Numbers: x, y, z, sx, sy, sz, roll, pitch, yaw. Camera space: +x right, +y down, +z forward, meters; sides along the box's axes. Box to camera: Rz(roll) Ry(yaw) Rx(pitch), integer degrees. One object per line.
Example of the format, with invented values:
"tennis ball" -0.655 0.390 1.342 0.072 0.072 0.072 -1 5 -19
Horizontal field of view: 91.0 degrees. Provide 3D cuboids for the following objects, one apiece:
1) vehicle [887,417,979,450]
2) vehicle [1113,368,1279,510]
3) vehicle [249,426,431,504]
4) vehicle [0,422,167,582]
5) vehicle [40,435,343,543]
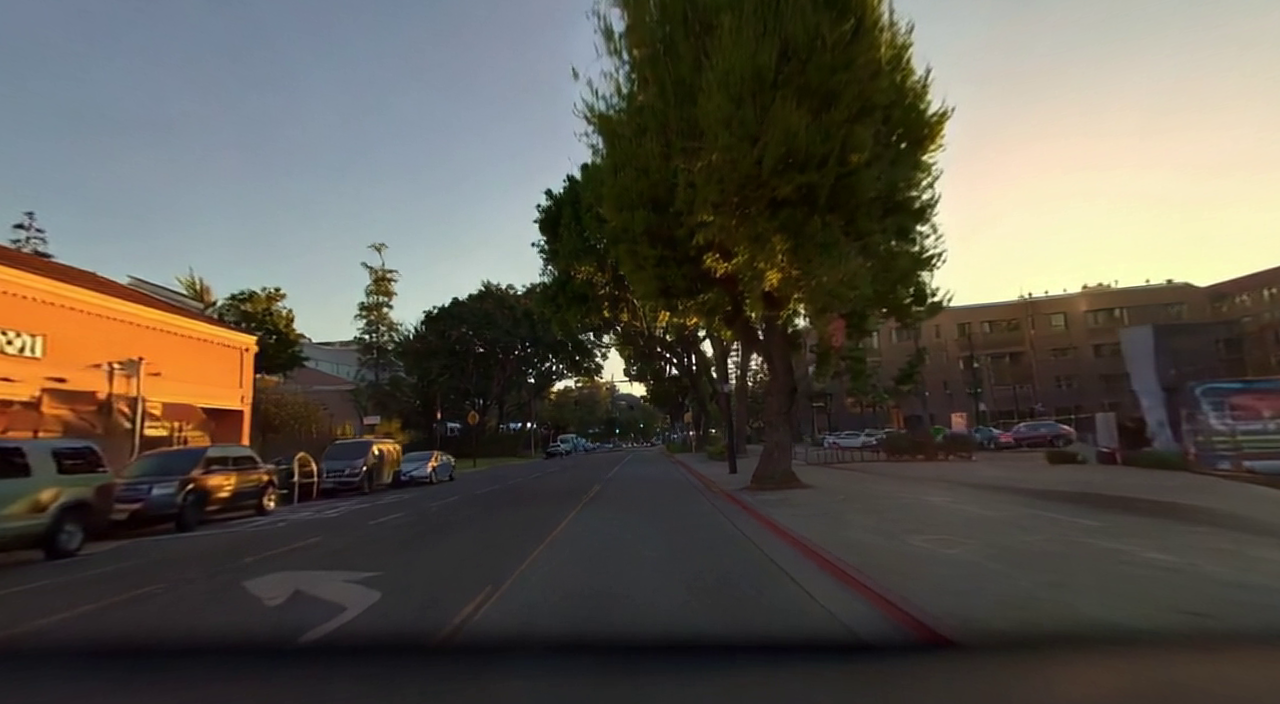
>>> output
"vehicle" 17.543 4.898 37.893 4.625 1.729 2.048 -4 -5 16
"vehicle" 11.082 1.093 9.946 5.453 1.794 2.011 -7 -6 -1
"vehicle" -9.269 3.456 19.737 4.607 2.118 2.095 8 -12 -44
"vehicle" -9.314 1.969 8.477 4.530 2.013 2.035 6 -11 -37
"vehicle" -8.789 2.662 12.701 4.585 1.758 2.050 7 -15 -40
